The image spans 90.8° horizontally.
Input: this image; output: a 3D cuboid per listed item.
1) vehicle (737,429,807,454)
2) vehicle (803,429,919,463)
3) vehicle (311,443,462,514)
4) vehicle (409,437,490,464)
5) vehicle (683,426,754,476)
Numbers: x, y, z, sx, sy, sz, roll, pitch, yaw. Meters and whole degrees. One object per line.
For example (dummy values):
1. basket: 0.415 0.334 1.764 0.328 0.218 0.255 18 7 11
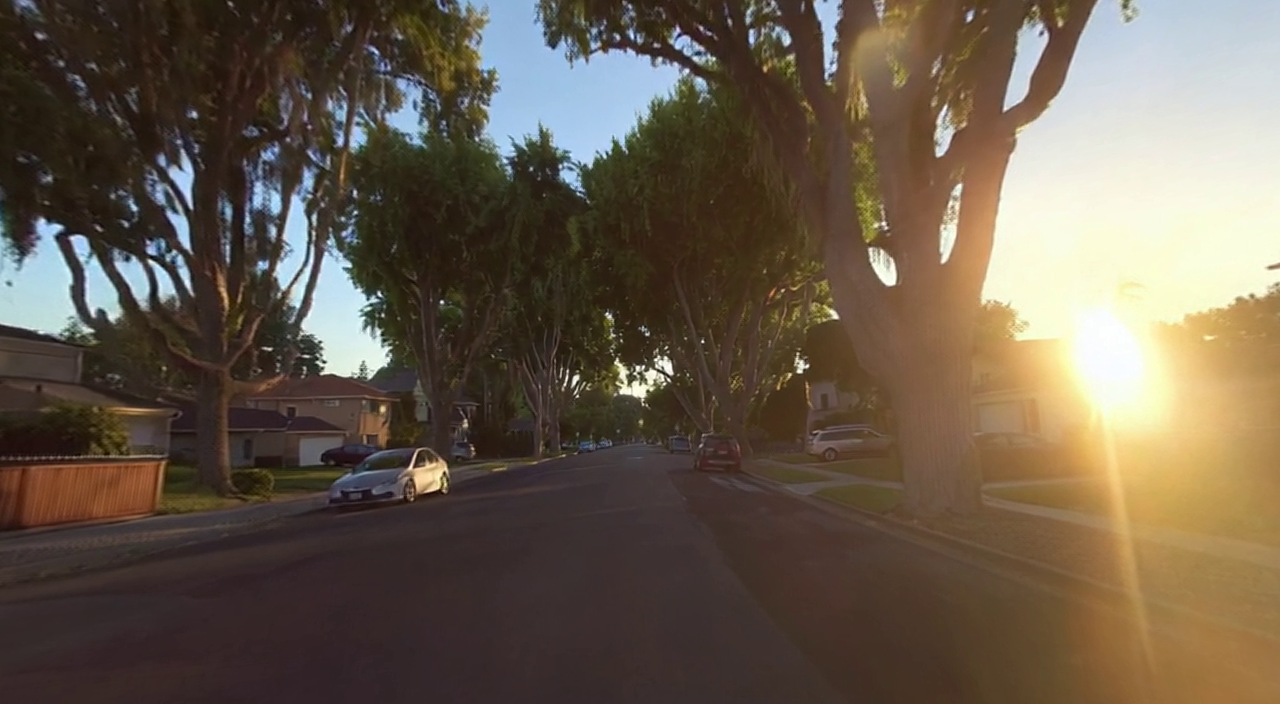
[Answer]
1. vehicle: 10.118 6.923 48.731 4.922 1.838 2.068 0 -8 1
2. vehicle: 10.467 4.548 30.336 5.041 1.486 1.969 -3 -9 14
3. vehicle: -6.371 3.177 16.512 2.099 1.399 4.357 -4 -8 1
4. vehicle: -13.080 6.792 43.593 4.928 1.797 1.981 0 -8 1
5. vehicle: 3.187 4.177 26.823 2.241 1.875 5.059 0 -8 -1
